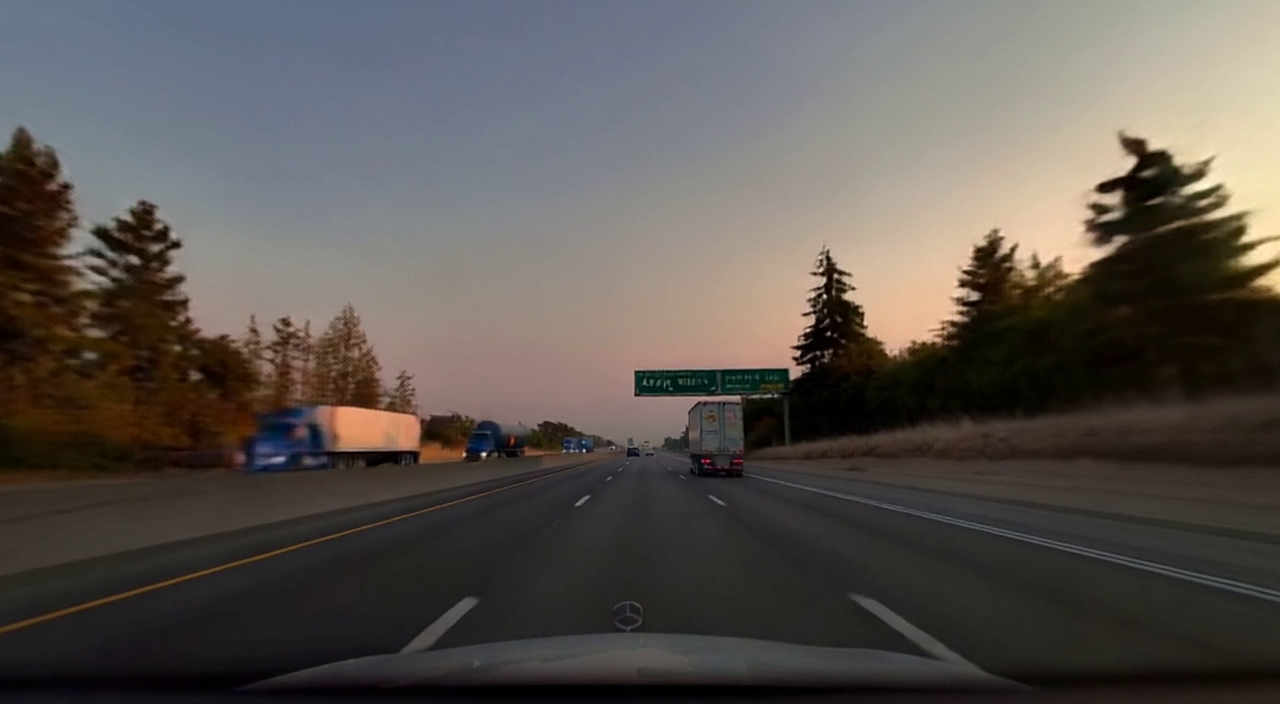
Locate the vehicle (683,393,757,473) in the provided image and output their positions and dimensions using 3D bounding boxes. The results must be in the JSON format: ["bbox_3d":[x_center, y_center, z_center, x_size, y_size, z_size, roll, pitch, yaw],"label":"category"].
[{"bbox_3d":[4.553,5.193,39.233,2.784,4.080,13.516,-1,-9,0],"label":"vehicle"}]

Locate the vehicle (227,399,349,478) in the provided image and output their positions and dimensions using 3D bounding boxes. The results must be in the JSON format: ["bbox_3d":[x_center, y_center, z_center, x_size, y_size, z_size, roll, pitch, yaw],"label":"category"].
[{"bbox_3d":[-18.648,4.712,33.898,2.998,3.836,5.792,0,-9,0],"label":"vehicle"}]
